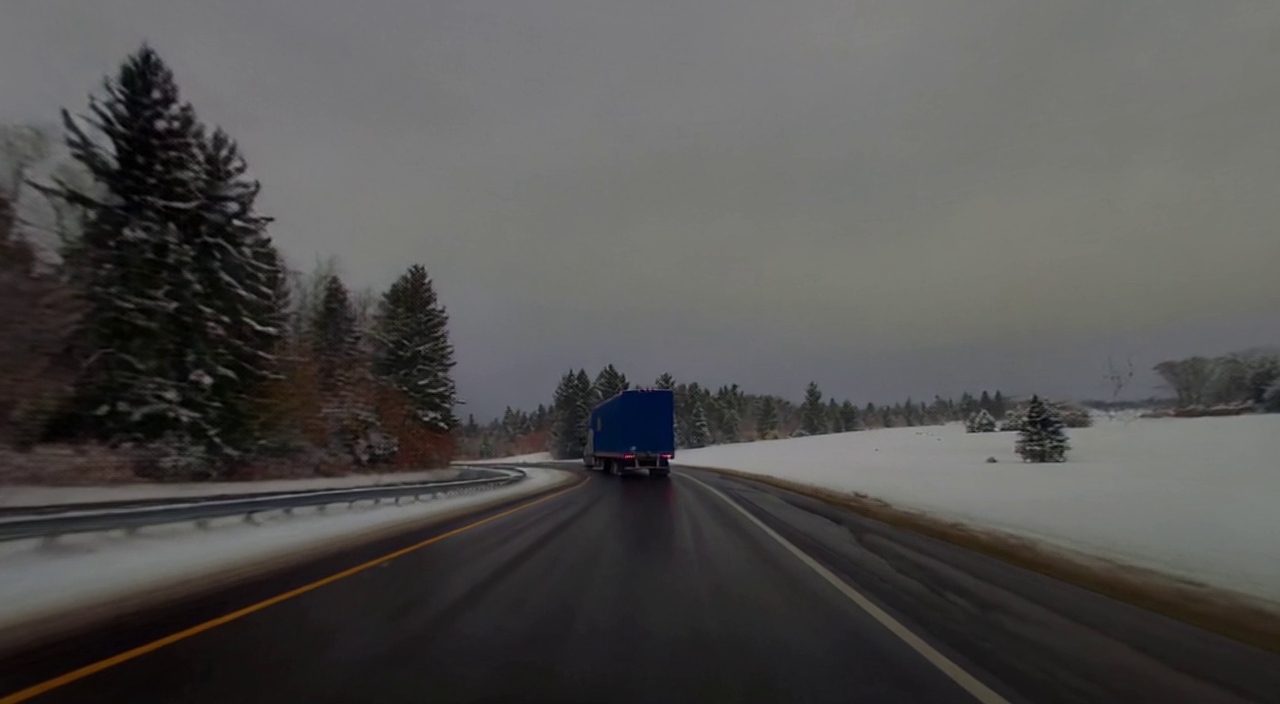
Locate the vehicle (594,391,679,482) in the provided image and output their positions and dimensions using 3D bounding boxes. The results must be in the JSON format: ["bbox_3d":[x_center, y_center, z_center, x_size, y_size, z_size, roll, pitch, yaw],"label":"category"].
[{"bbox_3d":[-0.607,4.946,36.399,3.087,4.178,13.682,2,-8,-8],"label":"vehicle"}]
